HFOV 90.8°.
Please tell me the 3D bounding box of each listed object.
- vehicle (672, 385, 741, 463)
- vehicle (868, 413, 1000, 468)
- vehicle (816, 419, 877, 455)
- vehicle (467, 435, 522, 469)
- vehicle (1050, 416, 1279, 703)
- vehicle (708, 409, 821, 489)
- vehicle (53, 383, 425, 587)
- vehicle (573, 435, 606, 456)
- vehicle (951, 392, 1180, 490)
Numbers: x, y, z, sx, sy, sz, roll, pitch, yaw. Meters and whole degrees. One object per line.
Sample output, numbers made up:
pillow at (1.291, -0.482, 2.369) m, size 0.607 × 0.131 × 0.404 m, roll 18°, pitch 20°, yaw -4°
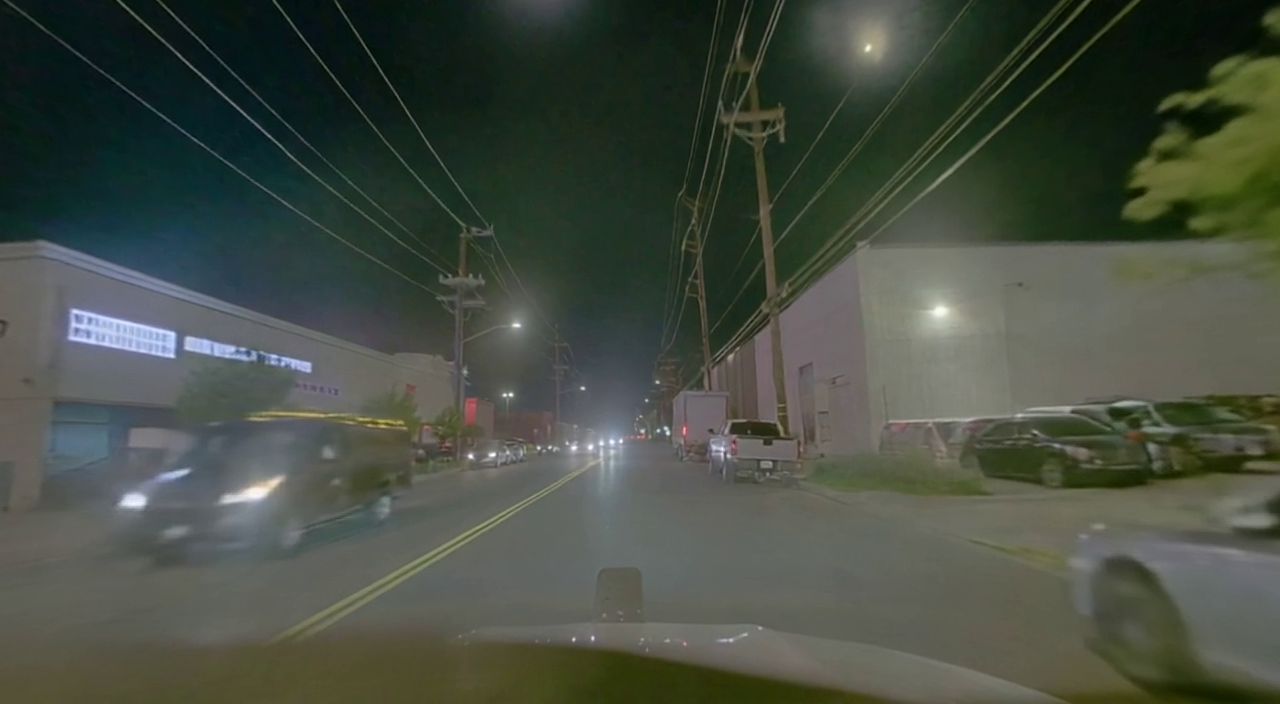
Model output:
vehicle at (3.455, 4.121, 35.062) m, size 2.874 × 3.757 × 8.612 m, roll 0°, pitch -8°, yaw 0°
vehicle at (9.109, 2.818, 20.054) m, size 1.851 × 1.541 × 4.336 m, roll 0°, pitch -8°, yaw -4°
vehicle at (10.477, 4.401, 32.433) m, size 2.040 × 1.722 × 4.502 m, roll -1°, pitch -8°, yaw 6°
vehicle at (-8.324, 5.770, 36.549) m, size 1.954 × 1.622 × 4.761 m, roll -5°, pitch -8°, yaw -1°
vehicle at (3.608, 0.843, 1.566) m, size 1.974 × 1.455 × 4.776 m, roll 0°, pitch -8°, yaw 0°
vehicle at (3.518, 2.932, 19.300) m, size 2.249 × 2.026 × 6.211 m, roll 0°, pitch -8°, yaw 1°
vehicle at (-4.900, 1.691, 8.902) m, size 2.254 × 1.963 × 4.823 m, roll -2°, pitch -8°, yaw -3°
vehicle at (-3.904, 7.343, 49.521) m, size 2.020 × 1.528 × 4.258 m, roll -1°, pitch -8°, yaw 3°
vehicle at (9.302, 2.047, 14.495) m, size 1.985 × 1.858 × 4.831 m, roll -1°, pitch -8°, yaw 2°
